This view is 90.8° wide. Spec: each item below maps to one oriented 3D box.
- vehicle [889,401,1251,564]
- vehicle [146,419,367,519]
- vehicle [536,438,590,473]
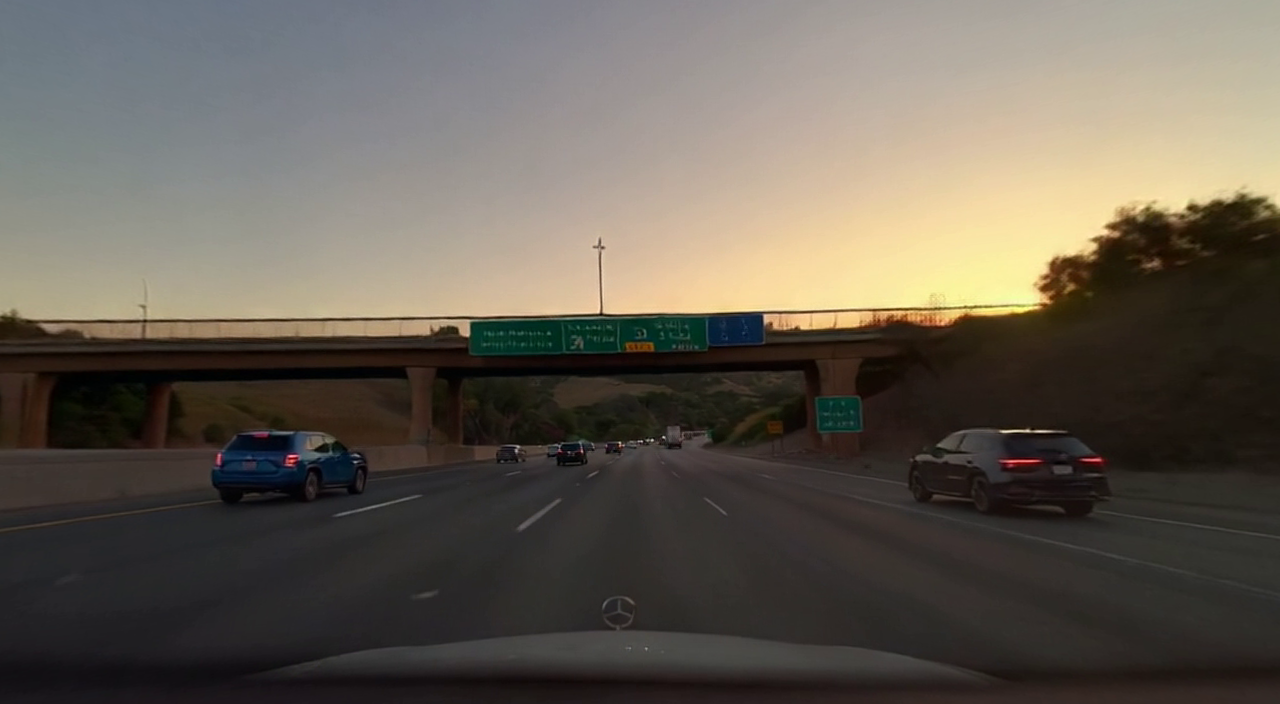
[{"bbox_3d":[5.492,1.731,9.065,1.950,1.719,4.545,0,-9,0],"label":"vehicle"},{"bbox_3d":[-7.433,2.302,12.876,1.860,1.694,4.173,0,-9,0],"label":"vehicle"},{"bbox_3d":[-3.487,4.795,29.456,1.925,1.509,4.363,0,-9,1],"label":"vehicle"}]
